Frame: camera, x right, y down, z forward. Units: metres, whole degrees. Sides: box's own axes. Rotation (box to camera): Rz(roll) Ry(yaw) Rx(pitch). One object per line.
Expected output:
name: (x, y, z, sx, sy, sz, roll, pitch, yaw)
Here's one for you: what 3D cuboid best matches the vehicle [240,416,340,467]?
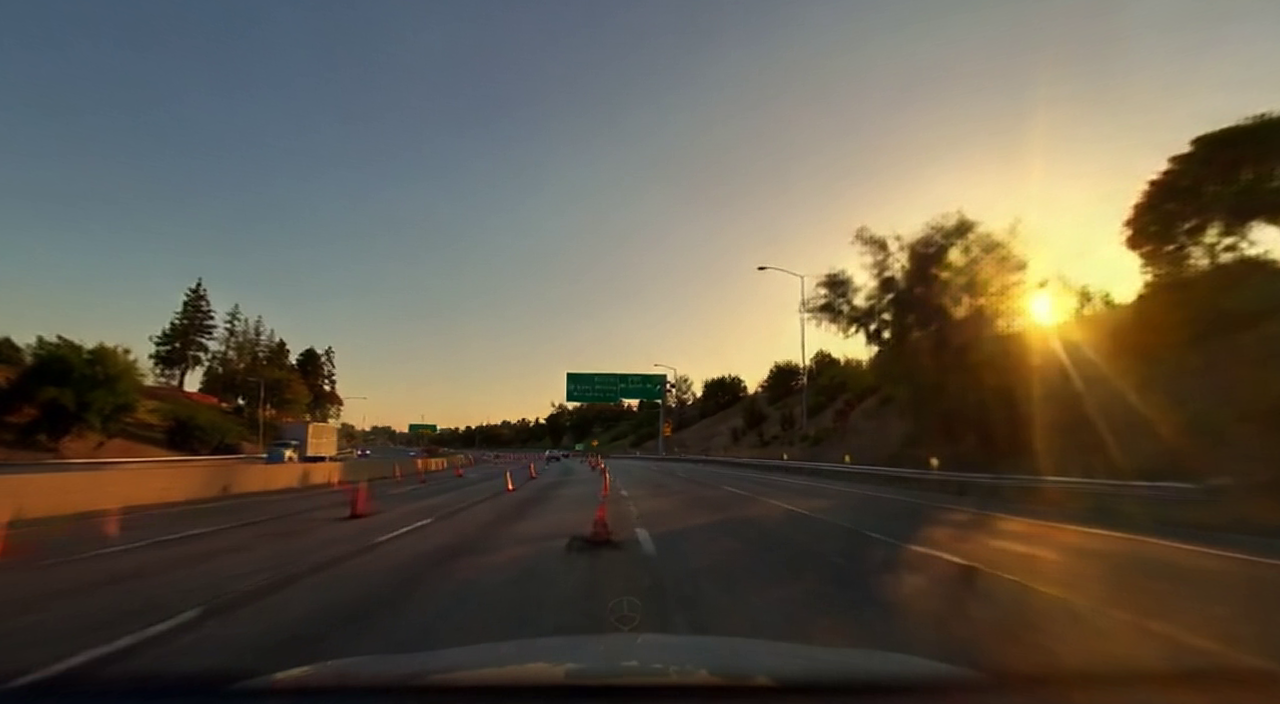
vehicle: (-25.307, 6.578, 46.220, 3.030, 3.342, 8.736, 1, -9, -6)
